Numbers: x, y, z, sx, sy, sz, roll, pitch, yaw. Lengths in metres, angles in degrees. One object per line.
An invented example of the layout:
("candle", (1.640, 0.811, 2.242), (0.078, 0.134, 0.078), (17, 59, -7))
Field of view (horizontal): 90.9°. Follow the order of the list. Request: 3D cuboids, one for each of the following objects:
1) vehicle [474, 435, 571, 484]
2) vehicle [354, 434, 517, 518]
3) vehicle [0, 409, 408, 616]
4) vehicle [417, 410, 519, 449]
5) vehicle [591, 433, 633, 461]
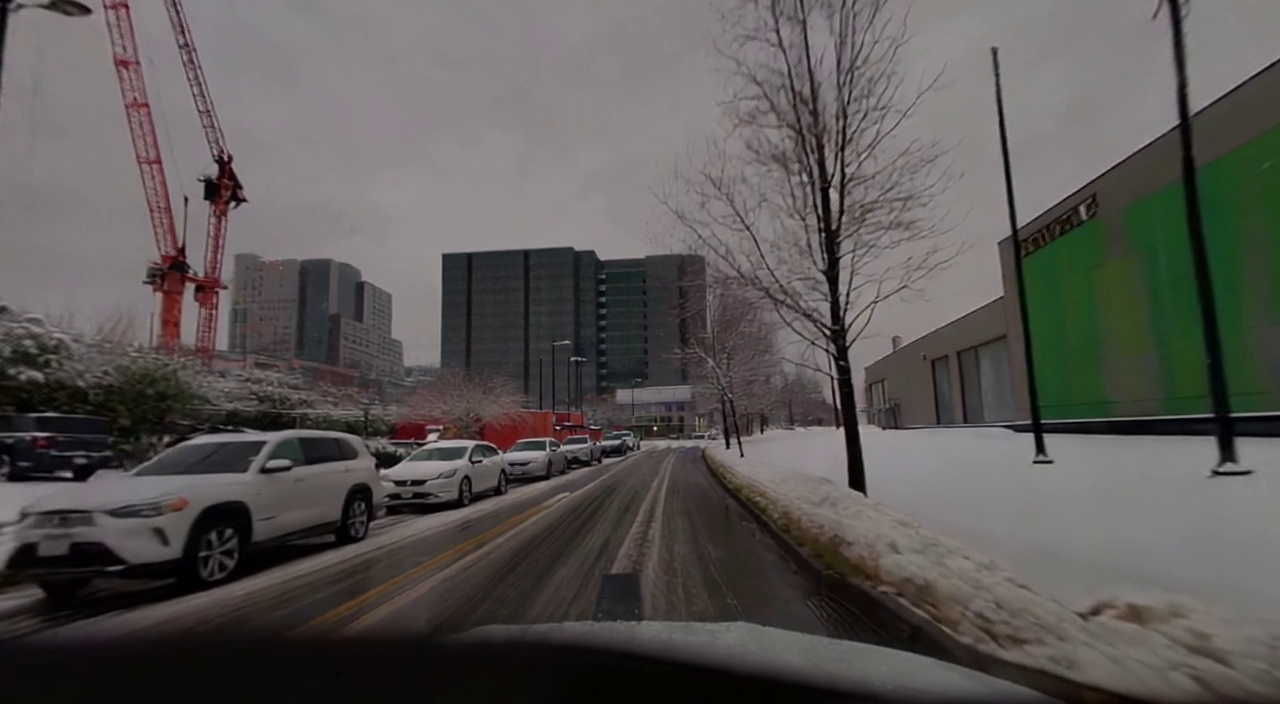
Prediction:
("vehicle", (-3.649, 3.419, 20.514), (1.996, 1.411, 4.370), (-1, -8, 5))
("vehicle", (-4.012, 2.455, 13.116), (1.806, 1.451, 3.878), (-1, -8, 5))
("vehicle", (-4.511, 1.546, 7.122), (1.913, 1.620, 3.982), (-1, -8, 6))
("vehicle", (-11.269, 5.103, 41.484), (6.039, 2.449, 2.273), (-2, -8, 10))
("vehicle", (-1.654, 5.824, 38.937), (1.980, 1.635, 4.153), (-1, -8, 6))
